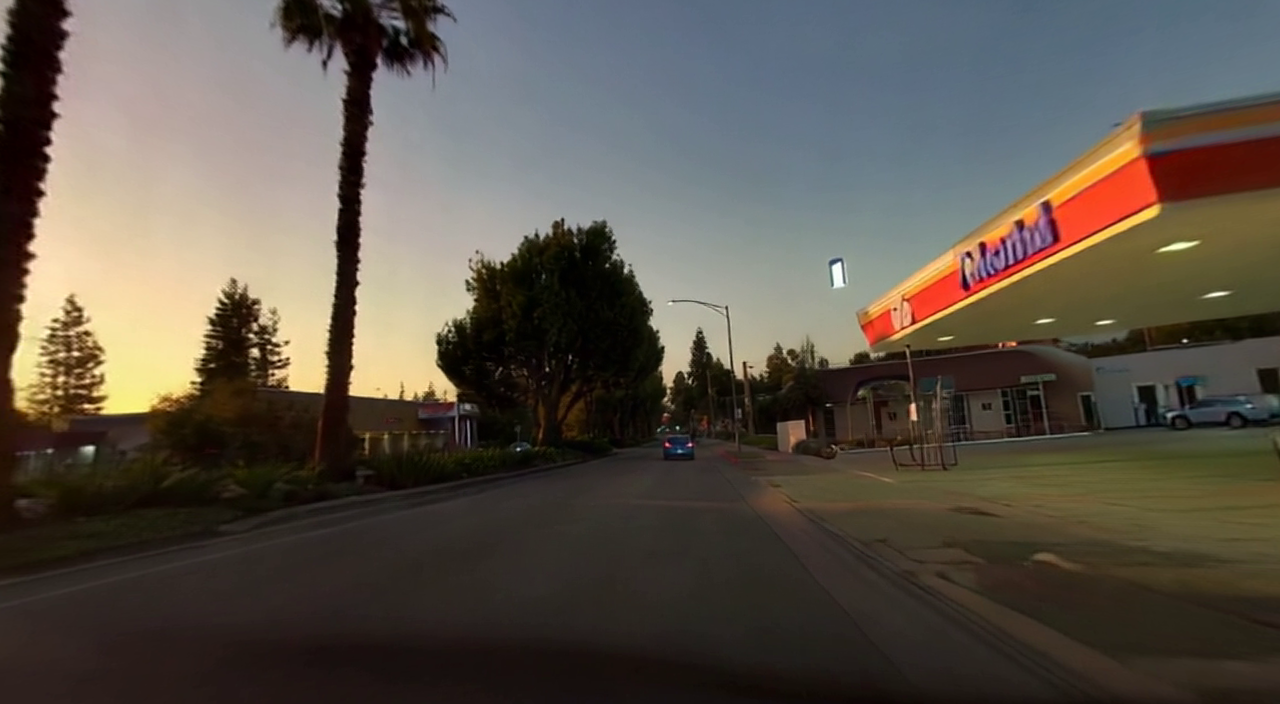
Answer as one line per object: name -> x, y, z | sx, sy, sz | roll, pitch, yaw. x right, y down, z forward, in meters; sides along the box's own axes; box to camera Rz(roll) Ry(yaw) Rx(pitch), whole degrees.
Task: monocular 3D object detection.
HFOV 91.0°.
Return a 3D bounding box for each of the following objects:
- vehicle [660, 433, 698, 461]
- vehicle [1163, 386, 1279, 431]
vehicle -> 2.323, 5.513, 36.516 | 2.050, 1.509, 4.148 | -1, -8, 5
vehicle -> 26.194, 2.460, 27.523 | 4.513, 1.657, 2.002 | -5, -9, 10
